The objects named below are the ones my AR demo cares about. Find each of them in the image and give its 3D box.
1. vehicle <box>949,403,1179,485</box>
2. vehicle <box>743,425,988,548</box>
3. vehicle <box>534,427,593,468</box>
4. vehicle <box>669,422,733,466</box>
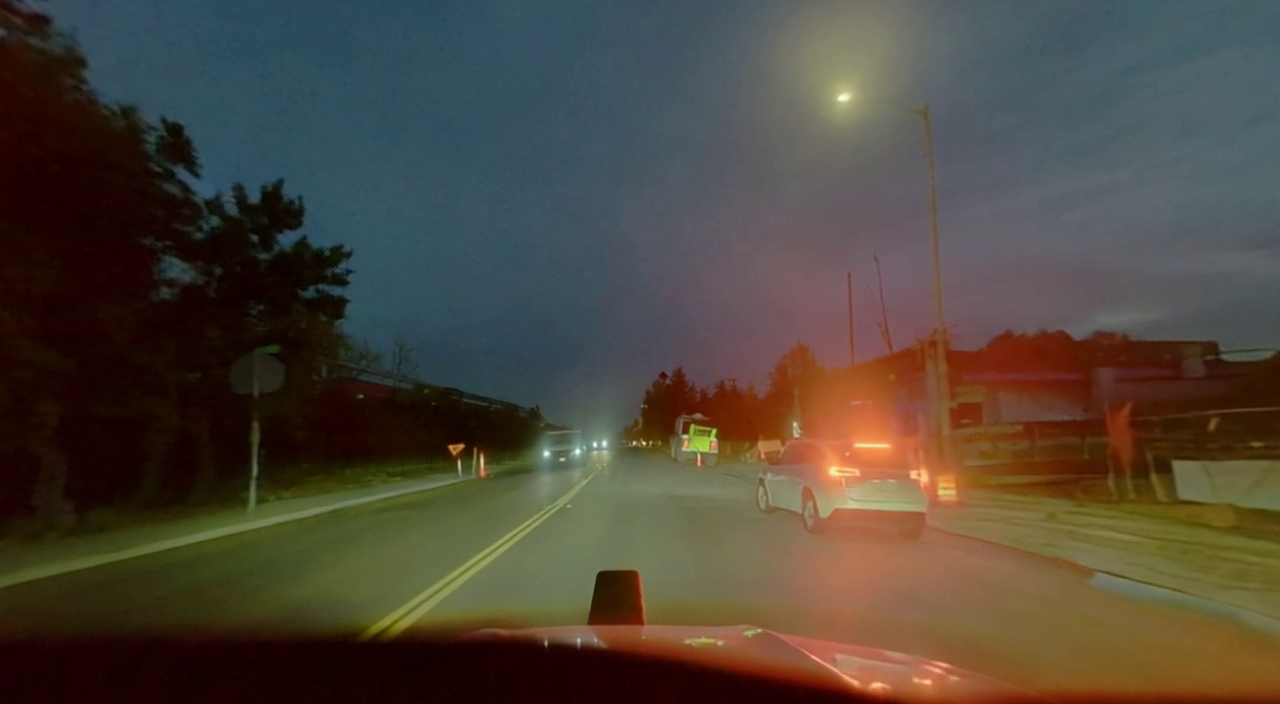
[{"bbox_3d":[11.278,2.493,17.133,4.633,2.059,2.050,0,-9,2],"label":"vehicle"},{"bbox_3d":[3.161,2.003,10.145,2.006,1.482,4.722,0,-9,-3],"label":"vehicle"},{"bbox_3d":[-3.836,4.981,32.895,2.358,1.921,5.675,0,-9,0],"label":"vehicle"},{"bbox_3d":[3.098,4.940,33.729,2.759,2.114,6.152,0,-9,0],"label":"vehicle"}]
